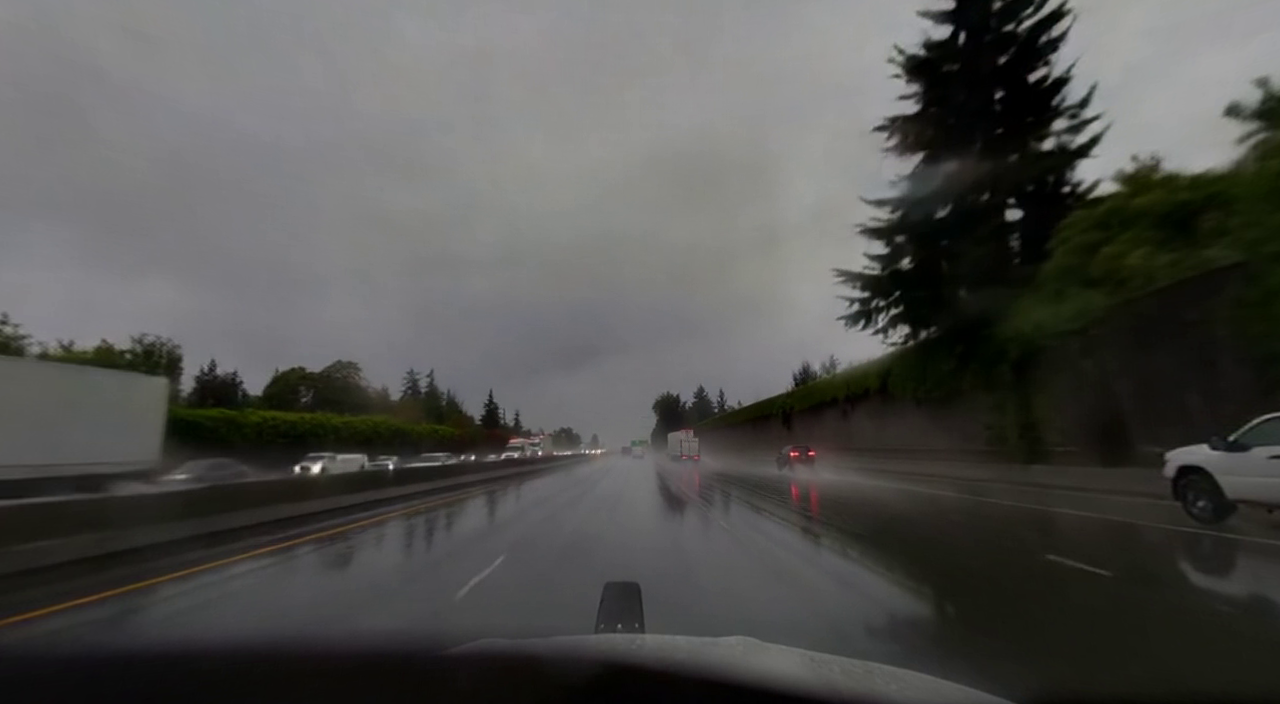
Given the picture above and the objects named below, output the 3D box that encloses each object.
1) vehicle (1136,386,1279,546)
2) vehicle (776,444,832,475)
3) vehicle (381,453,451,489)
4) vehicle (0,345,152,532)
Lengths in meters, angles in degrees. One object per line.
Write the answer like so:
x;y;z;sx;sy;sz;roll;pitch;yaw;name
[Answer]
9.390;1.388;7.584;2.184;2.052;5.650;0;-9;1;vehicle
9.517;6.279;36.889;1.950;1.632;4.845;0;-9;-1;vehicle
-9.944;5.292;28.206;1.782;1.439;3.702;0;-9;0;vehicle
-16.049;1.407;10.573;3.520;4.128;15.275;0;-9;0;vehicle
